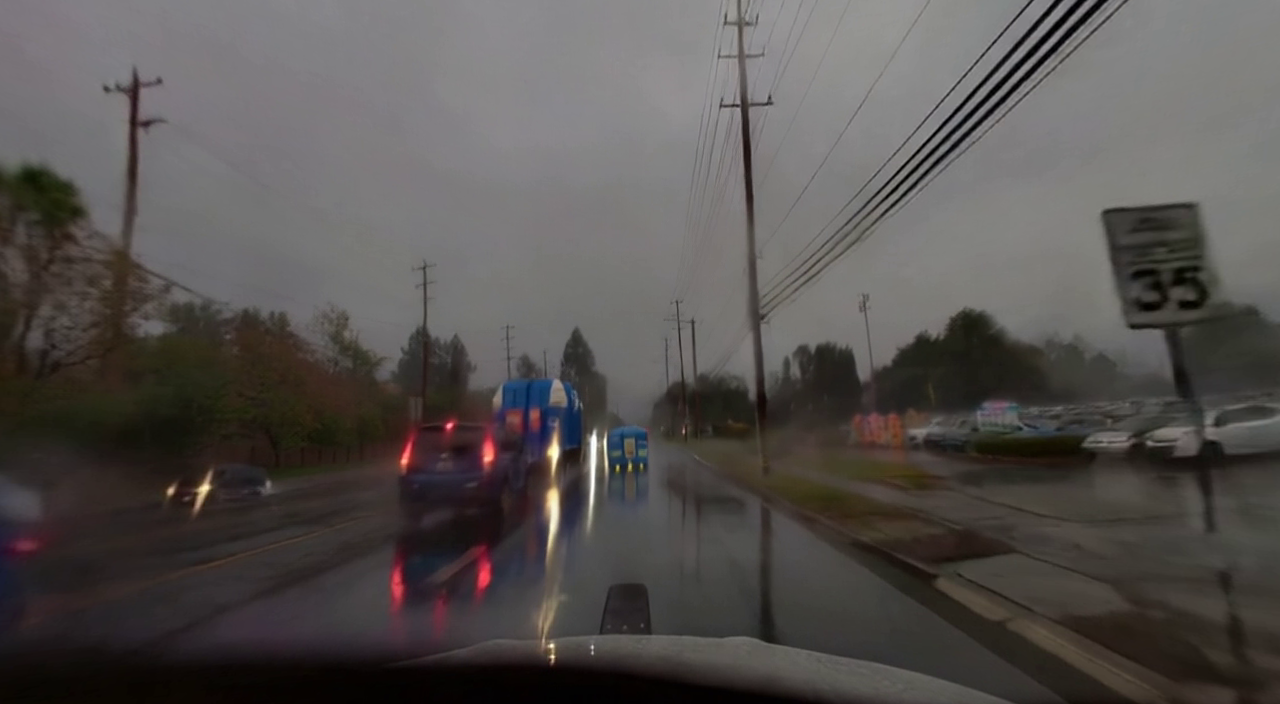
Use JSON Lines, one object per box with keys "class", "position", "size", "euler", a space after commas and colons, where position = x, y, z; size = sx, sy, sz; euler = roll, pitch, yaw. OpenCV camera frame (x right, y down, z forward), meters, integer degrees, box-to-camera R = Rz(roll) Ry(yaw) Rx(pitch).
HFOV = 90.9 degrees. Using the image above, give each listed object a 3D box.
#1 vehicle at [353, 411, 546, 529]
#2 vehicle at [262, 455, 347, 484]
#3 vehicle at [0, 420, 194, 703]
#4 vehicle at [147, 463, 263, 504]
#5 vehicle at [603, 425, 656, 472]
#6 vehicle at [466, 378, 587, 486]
{"class": "vehicle", "position": [-3.358, 2.199, 12.343], "size": [2.187, 1.821, 4.748], "euler": [-1, -8, 1]}
{"class": "vehicle", "position": [-22.693, 7.928, 42.733], "size": [1.833, 1.755, 4.668], "euler": [-8, -11, 41]}
{"class": "vehicle", "position": [-3.460, 0.832, 1.186], "size": [1.966, 1.466, 4.473], "euler": [0, -8, 0]}
{"class": "vehicle", "position": [-18.605, 5.612, 27.216], "size": [1.837, 1.485, 4.231], "euler": [-1, -8, 2]}
{"class": "vehicle", "position": [-0.466, 4.187, 27.552], "size": [2.117, 1.861, 4.095], "euler": [0, -8, -1]}
{"class": "vehicle", "position": [-3.895, 3.064, 23.837], "size": [3.120, 3.393, 7.945], "euler": [0, -8, 0]}
